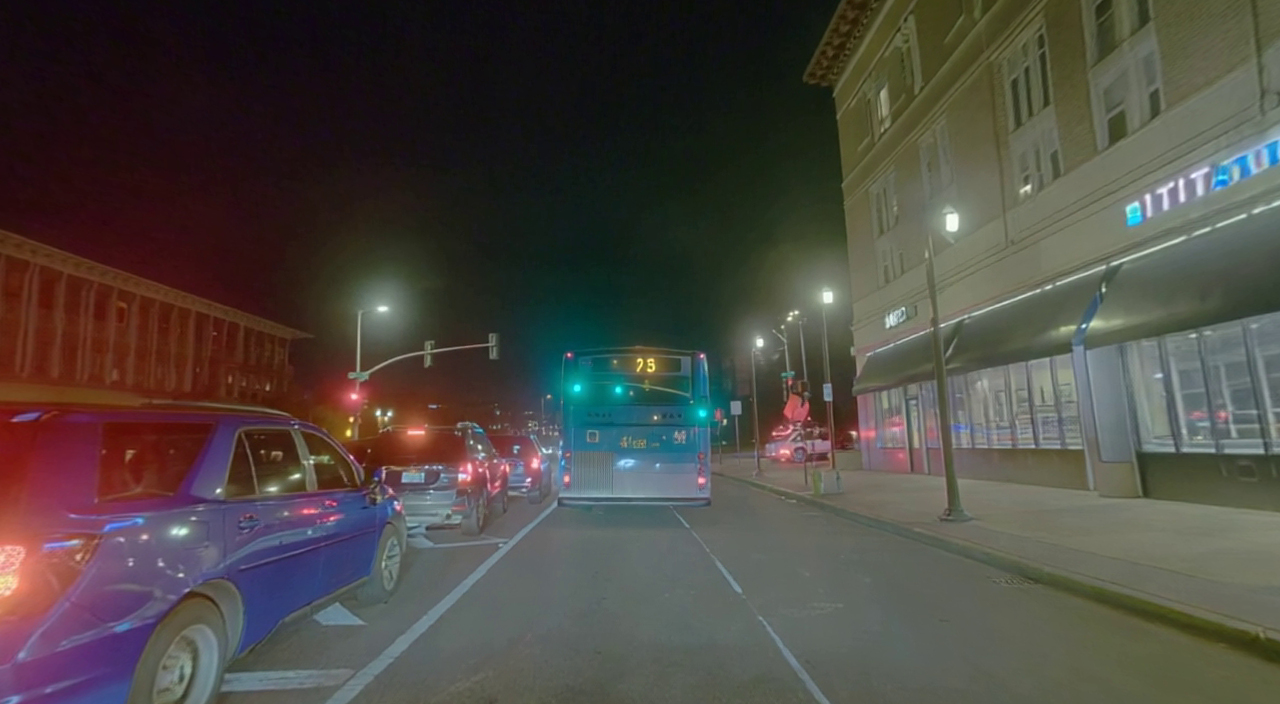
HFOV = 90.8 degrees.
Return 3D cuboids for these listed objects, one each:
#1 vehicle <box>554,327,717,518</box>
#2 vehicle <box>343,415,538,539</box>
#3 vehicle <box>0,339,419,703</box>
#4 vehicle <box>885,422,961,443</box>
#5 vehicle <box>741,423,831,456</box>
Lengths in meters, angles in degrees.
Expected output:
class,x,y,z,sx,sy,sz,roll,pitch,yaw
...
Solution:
class,x,y,z,sx,sy,sz,roll,pitch,yaw
vehicle,-0.324,1.990,16.503,2.938,3.468,9.972,0,-9,-3
vehicle,-3.346,2.203,11.781,2.096,1.828,4.669,0,-8,0
vehicle,-3.213,1.097,3.988,2.020,1.725,4.384,0,-8,0
vehicle,21.198,6.067,47.355,4.827,1.555,1.863,1,-9,-7
vehicle,9.961,6.048,43.506,5.788,2.165,2.491,-2,-9,10
